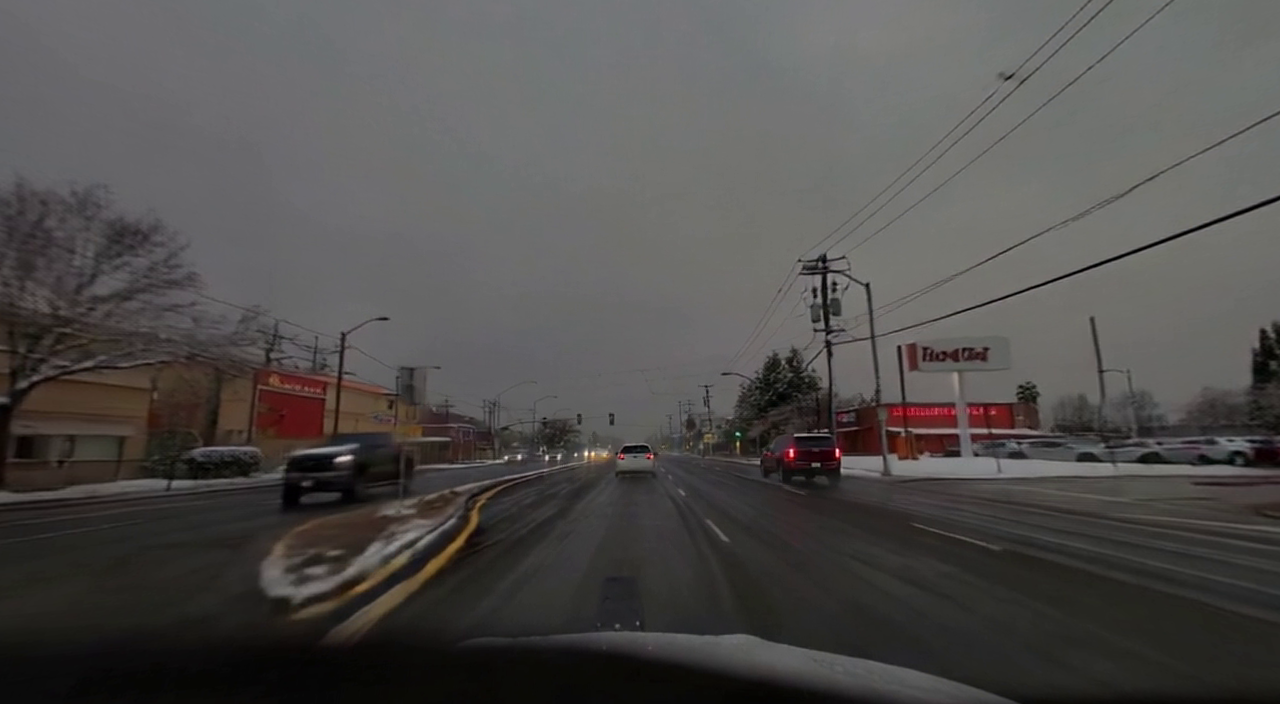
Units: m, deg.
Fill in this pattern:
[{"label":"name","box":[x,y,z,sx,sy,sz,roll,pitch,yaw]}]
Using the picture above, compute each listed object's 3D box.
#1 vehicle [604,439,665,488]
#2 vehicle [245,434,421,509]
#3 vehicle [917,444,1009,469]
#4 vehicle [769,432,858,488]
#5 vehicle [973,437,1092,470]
[{"label":"vehicle","box":[-0.206,4.205,24.098,2.138,1.702,4.168,0,-9,0]},{"label":"vehicle","box":[-8.066,3.181,17.273,2.283,1.715,4.918,0,-9,1]},{"label":"vehicle","box":[18.519,5.996,36.233,4.165,1.386,1.999,0,-9,0]},{"label":"vehicle","box":[6.394,4.025,23.778,2.061,1.889,4.268,0,-9,-1]},{"label":"vehicle","box":[19.006,4.941,30.638,4.415,1.519,1.907,0,-9,1]}]
